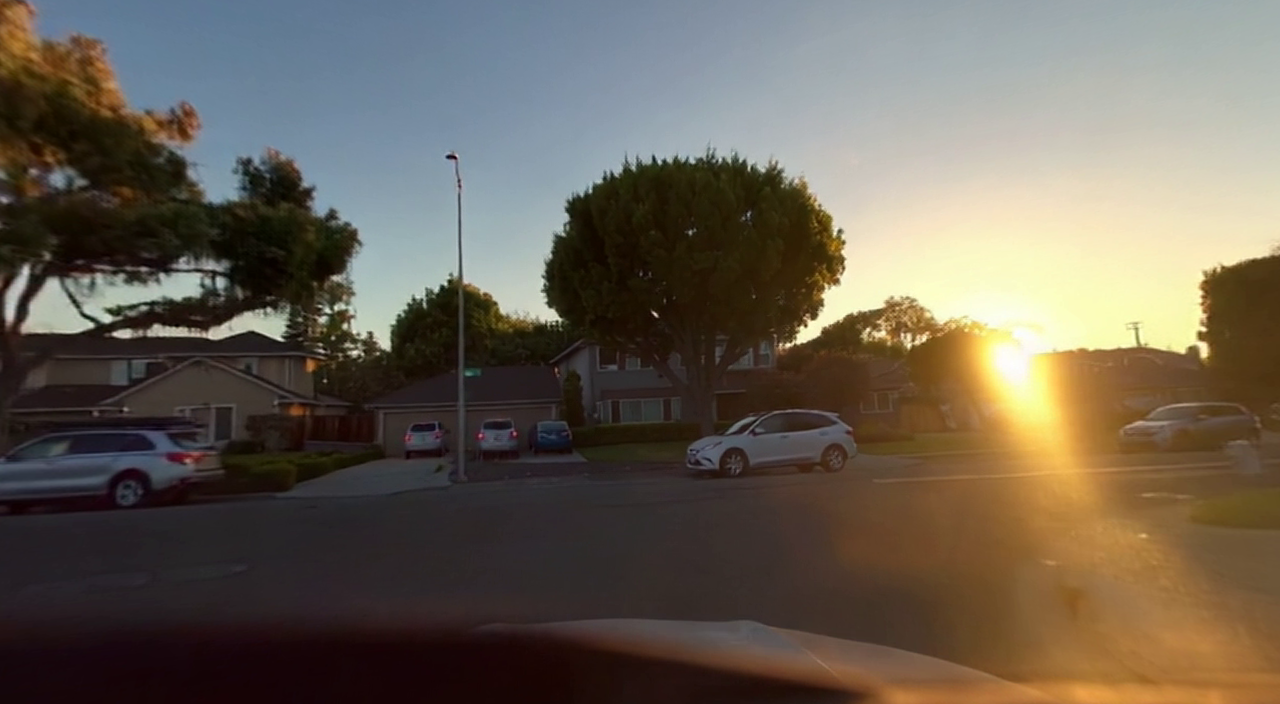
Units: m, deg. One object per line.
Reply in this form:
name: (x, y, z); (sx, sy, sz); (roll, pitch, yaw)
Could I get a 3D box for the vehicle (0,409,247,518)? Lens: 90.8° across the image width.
vehicle: (-12.772, 2.548, 14.847); (5.419, 2.292, 2.272); (2, -7, -15)

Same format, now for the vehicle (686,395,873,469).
vehicle: (4.020, 2.419, 18.661); (4.919, 1.969, 2.104); (2, -9, -10)

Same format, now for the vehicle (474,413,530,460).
vehicle: (-6.598, 3.973, 29.718); (2.278, 1.969, 5.533); (2, -8, -15)

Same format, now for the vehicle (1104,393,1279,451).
vehicle: (19.625, 2.486, 22.347); (5.179, 1.847, 2.219); (1, -10, -15)

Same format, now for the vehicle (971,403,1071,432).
vehicle: (22.469, 3.940, 37.461); (1.967, 1.523, 4.619); (5, -10, -29)

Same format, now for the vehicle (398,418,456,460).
vehicle: (-10.390, 4.333, 31.209); (2.391, 1.894, 5.075); (2, -9, -16)

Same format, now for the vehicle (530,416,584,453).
vehicle: (-4.211, 4.168, 31.530); (2.005, 1.699, 4.234); (2, -9, -16)

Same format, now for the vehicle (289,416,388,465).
vehicle: (-13.908, 4.083, 28.955); (2.307, 2.043, 5.475); (8, -12, -44)
